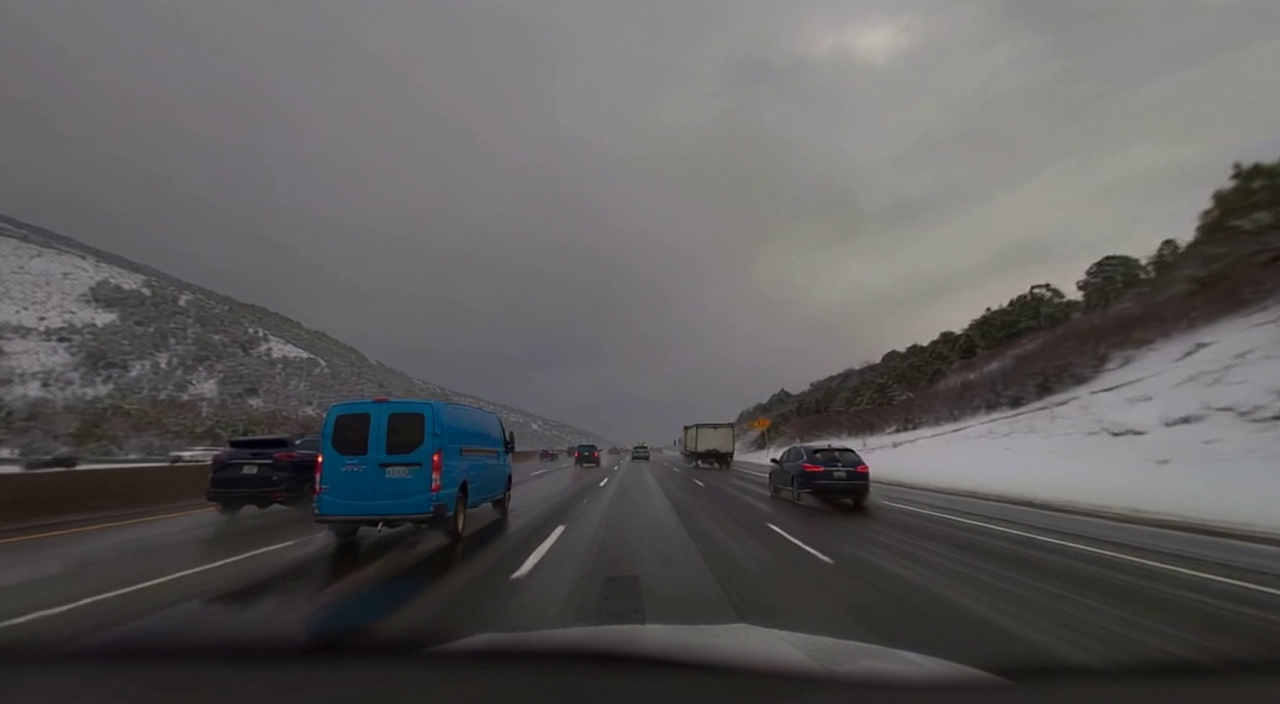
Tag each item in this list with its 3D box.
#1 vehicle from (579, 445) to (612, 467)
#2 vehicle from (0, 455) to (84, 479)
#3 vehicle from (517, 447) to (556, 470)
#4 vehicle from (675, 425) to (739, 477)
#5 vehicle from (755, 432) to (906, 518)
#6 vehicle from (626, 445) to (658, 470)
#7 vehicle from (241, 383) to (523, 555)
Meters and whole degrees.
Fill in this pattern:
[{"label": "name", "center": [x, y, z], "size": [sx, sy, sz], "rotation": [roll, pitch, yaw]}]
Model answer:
[{"label": "vehicle", "center": [-3.312, 7.784, 47.199], "size": [2.138, 1.581, 4.340], "rotation": [0, -9, 0]}, {"label": "vehicle", "center": [-42.409, 8.119, 44.664], "size": [1.752, 1.502, 4.483], "rotation": [0, -9, 0]}, {"label": "vehicle", "center": [-7.338, 7.568, 44.925], "size": [2.021, 1.500, 4.512], "rotation": [0, -9, 0]}, {"label": "vehicle", "center": [3.783, 5.879, 37.358], "size": [2.877, 2.730, 7.831], "rotation": [0, -9, -1]}, {"label": "vehicle", "center": [3.995, 2.658, 14.064], "size": [2.051, 1.598, 4.145], "rotation": [0, -9, 0]}, {"label": "vehicle", "center": [0.134, 6.954, 41.715], "size": [2.014, 1.543, 3.804], "rotation": [0, -9, -1]}, {"label": "vehicle", "center": [-3.852, 1.942, 11.045], "size": [2.421, 2.203, 5.775], "rotation": [0, -9, 1]}]
